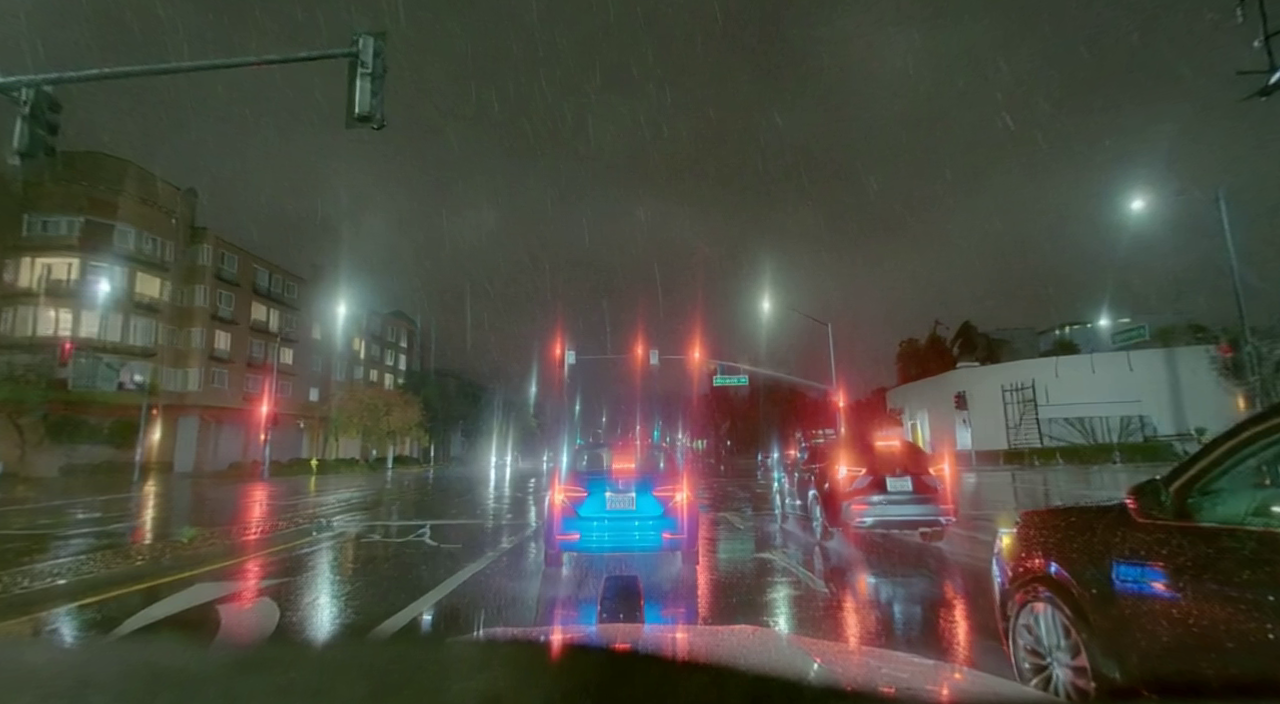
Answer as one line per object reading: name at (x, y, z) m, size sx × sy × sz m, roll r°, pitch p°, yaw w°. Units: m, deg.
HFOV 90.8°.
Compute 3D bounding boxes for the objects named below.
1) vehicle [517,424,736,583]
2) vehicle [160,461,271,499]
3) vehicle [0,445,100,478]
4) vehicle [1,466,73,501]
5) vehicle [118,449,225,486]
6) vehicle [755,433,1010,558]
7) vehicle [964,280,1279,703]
vehicle at (-0.140, 1.740, 8.065) m, size 2.095 × 1.502 × 3.873 m, roll 0°, pitch -8°, yaw 0°
vehicle at (-19.076, 5.762, 28.703) m, size 1.942 × 1.453 × 4.448 m, roll 0°, pitch -9°, yaw 0°
vehicle at (-35.480, 6.516, 37.473) m, size 2.145 × 1.797 × 5.198 m, roll -1°, pitch -10°, yaw 1°
vehicle at (-27.999, 6.077, 29.451) m, size 1.972 × 1.433 × 4.324 m, roll 8°, pitch -12°, yaw -39°
vehicle at (-27.481, 6.754, 37.360) m, size 2.300 × 1.932 × 5.056 m, roll -1°, pitch -8°, yaw 2°
vehicle at (3.227, 1.995, 9.593) m, size 2.009 × 1.414 × 4.416 m, roll 0°, pitch -8°, yaw -2°
vehicle at (3.000, 0.622, 1.575) m, size 2.047 × 1.785 × 4.357 m, roll 0°, pitch -8°, yaw 0°
